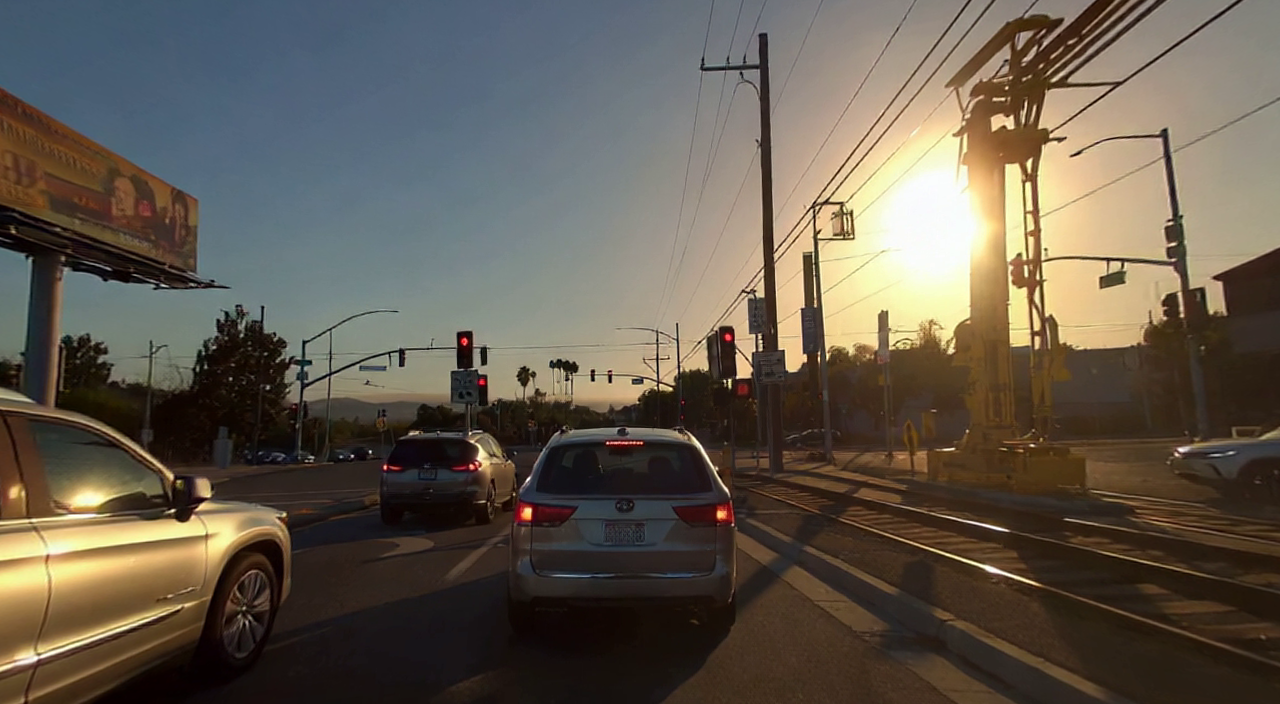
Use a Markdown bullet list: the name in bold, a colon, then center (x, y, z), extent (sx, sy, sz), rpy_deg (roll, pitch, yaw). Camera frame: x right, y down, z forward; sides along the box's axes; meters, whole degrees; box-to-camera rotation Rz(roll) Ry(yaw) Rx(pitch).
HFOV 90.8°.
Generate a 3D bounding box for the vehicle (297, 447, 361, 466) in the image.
- **vehicle**: center (-24.186, 8.093, 49.076), extent (4.357, 1.444, 1.842), rpy_deg (-3, -9, 19)

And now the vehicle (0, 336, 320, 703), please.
- **vehicle**: center (-3.926, 0.877, 3.056), extent (2.052, 1.814, 5.184), rpy_deg (0, -9, -1)

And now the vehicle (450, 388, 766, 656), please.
- **vehicle**: center (-0.203, 1.375, 5.985), extent (2.025, 1.723, 3.644), rpy_deg (0, -9, 0)

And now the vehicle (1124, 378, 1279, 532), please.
- **vehicle**: center (9.610, 1.317, 8.194), extent (5.060, 1.702, 2.033), rpy_deg (1, -9, -4)

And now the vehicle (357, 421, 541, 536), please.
- **vehicle**: center (-3.151, 2.185, 11.506), extent (1.988, 1.678, 4.317), rpy_deg (0, -9, 0)
